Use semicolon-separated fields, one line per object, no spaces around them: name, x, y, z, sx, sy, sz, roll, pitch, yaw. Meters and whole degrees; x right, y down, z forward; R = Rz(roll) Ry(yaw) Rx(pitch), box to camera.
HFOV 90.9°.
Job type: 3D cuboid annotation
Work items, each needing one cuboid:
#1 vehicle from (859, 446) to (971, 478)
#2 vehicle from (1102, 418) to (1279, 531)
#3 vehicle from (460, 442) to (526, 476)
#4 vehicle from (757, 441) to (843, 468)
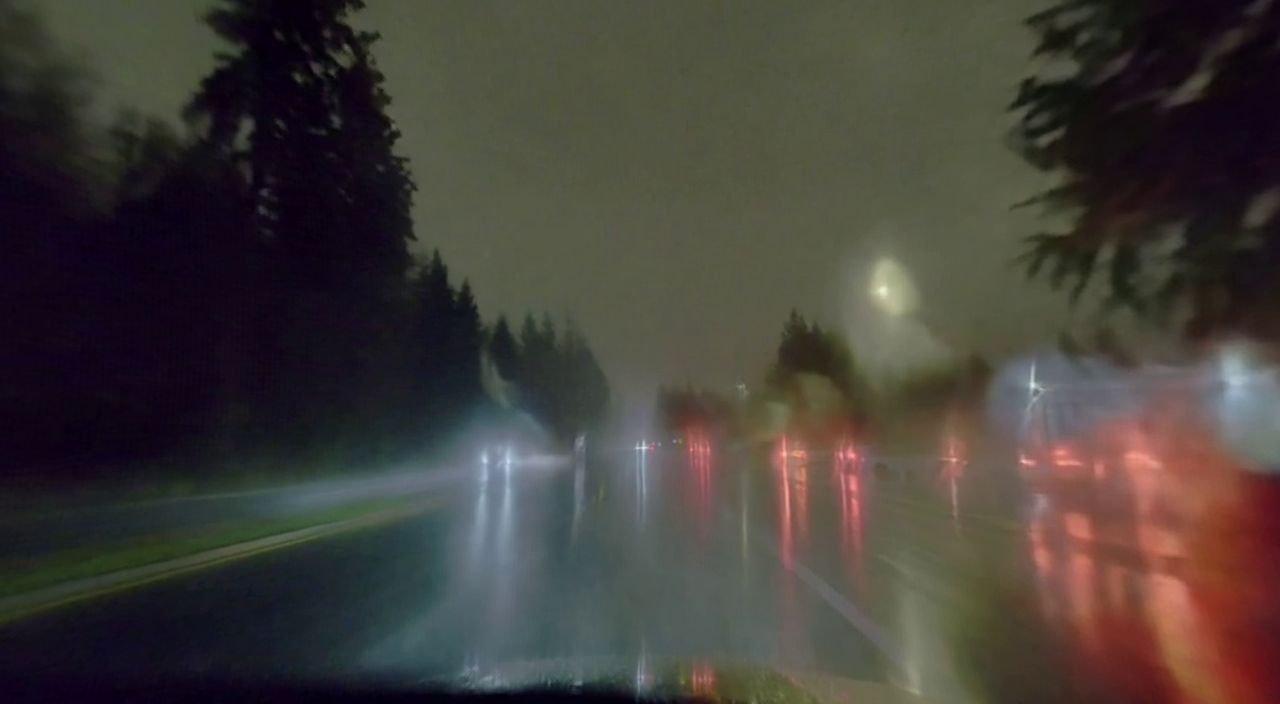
vehicle;13.083;5.222;30.161;4.438;1.444;1.900;0;-9;0
vehicle;10.896;2.015;10.674;4.493;1.705;2.034;0;-9;0
vehicle;-8.392;6.160;36.618;2.401;1.807;4.960;-1;-9;3
vehicle;10.676;6.852;42.344;5.118;1.701;2.175;0;-9;-2
